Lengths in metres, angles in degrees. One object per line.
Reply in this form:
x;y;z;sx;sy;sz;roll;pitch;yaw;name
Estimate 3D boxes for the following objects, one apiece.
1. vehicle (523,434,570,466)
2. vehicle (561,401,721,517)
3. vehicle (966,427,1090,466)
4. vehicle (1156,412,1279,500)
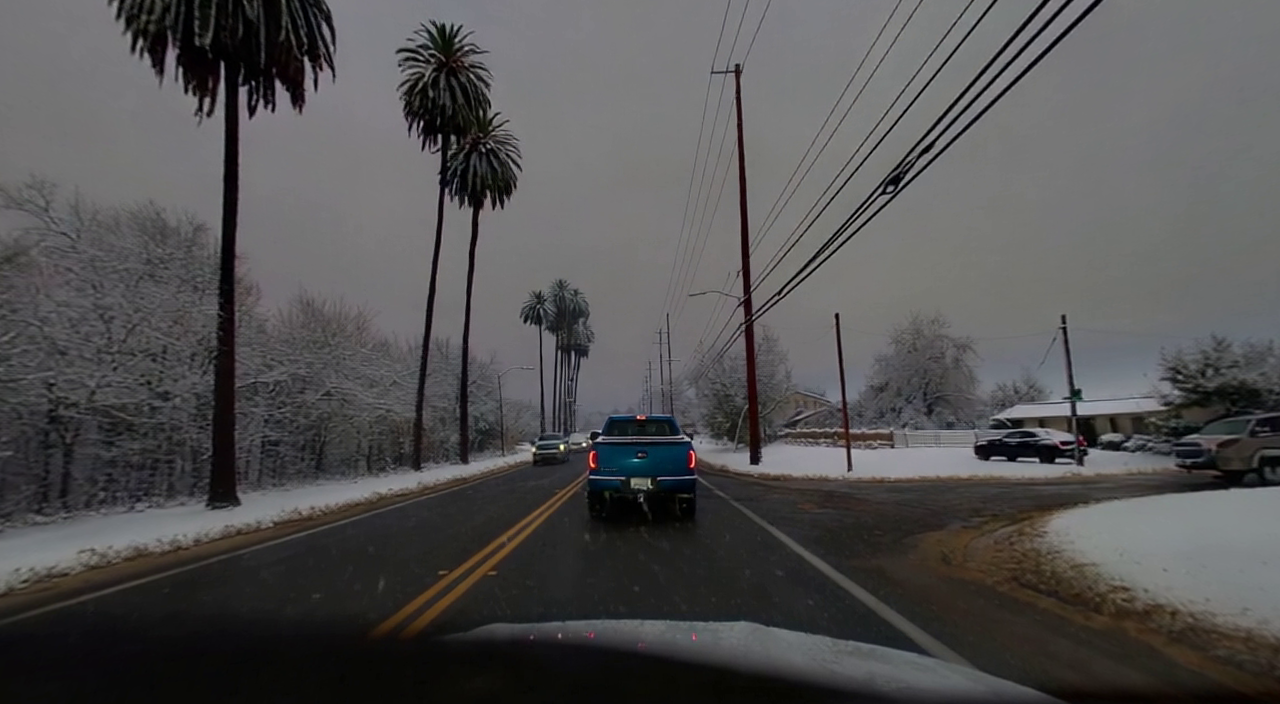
-5.601;5.955;38.459;2.223;1.776;4.614;0;-8;-1;vehicle
0.019;2.352;14.331;2.848;2.047;5.885;0;-8;0;vehicle
20.345;5.040;33.625;2.277;1.836;6.267;0;-9;-4;vehicle
16.090;2.630;16.293;2.338;1.917;6.076;-3;-9;20;vehicle
